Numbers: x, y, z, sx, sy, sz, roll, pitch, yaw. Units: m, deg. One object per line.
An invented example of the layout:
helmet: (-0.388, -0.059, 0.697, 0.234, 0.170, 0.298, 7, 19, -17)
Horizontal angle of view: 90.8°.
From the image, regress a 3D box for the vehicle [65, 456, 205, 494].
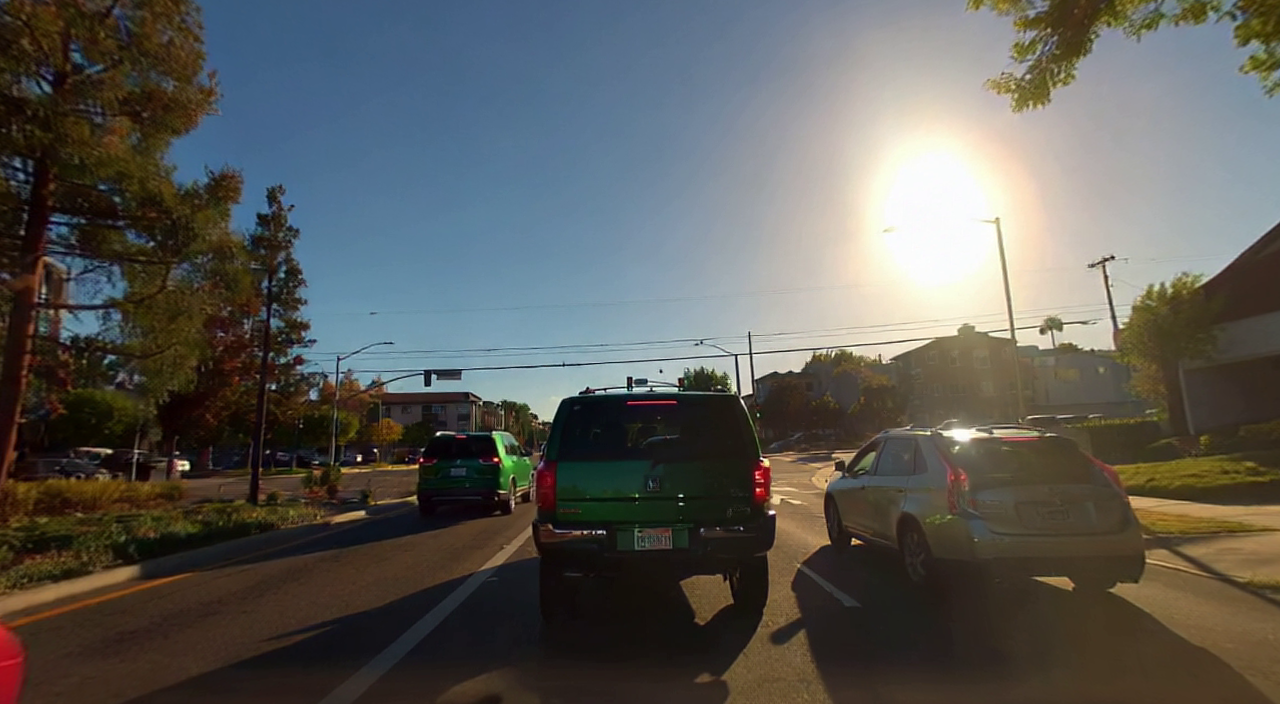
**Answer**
vehicle: (-22.273, 5.406, 28.181, 2.312, 1.443, 4.684, 0, -9, 1)

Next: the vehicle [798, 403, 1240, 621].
vehicle: (3.464, 1.553, 7.071, 2.202, 1.657, 4.298, 0, -9, -1)

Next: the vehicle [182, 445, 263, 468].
vehicle: (-30.003, 7.505, 45.460, 4.403, 1.532, 1.914, 0, -8, -3)

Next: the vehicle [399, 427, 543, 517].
vehicle: (-3.421, 2.514, 13.685, 1.961, 1.639, 4.064, 0, -9, 1)

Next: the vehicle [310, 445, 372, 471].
vehicle: (-22.153, 7.837, 47.065, 1.993, 1.844, 5.316, 0, -8, 0)

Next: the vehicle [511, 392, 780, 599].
vehicle: (0.019, 1.515, 7.419, 2.294, 1.761, 3.857, 0, -9, -1)
